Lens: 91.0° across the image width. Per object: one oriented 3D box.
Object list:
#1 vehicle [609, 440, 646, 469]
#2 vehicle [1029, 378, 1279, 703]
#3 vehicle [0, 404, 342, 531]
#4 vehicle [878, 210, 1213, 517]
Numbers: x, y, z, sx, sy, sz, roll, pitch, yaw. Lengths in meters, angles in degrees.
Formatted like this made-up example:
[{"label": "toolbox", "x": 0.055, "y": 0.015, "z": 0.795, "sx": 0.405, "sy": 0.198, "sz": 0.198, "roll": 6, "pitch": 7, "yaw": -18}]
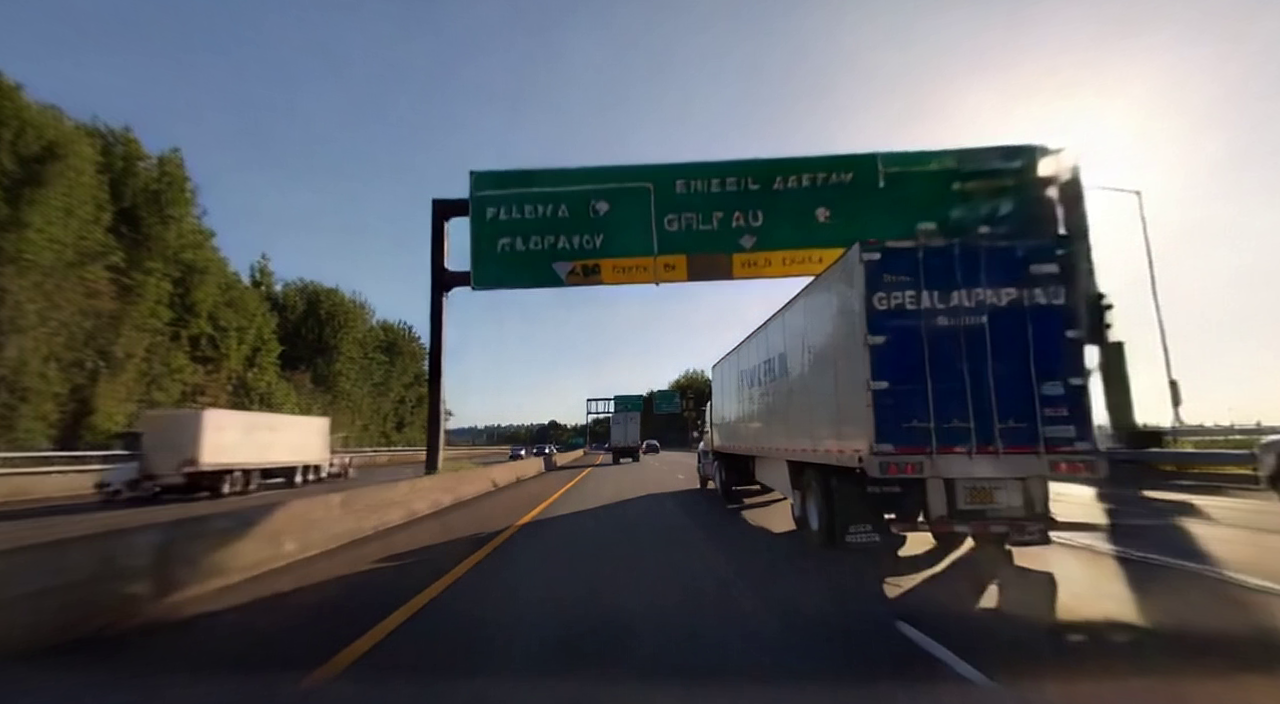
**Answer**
[{"label": "vehicle", "x": -0.725, "y": 5.667, "z": 35.099, "sx": 1.943, "sy": 1.491, "sz": 3.459, "roll": 0, "pitch": -8, "yaw": -2}, {"label": "vehicle", "x": 4.657, "y": 1.015, "z": 3.776, "sx": 4.253, "sy": 1.543, "sz": 2.045, "roll": 4, "pitch": -9, "yaw": -30}, {"label": "vehicle", "x": -12.163, "y": 3.098, "z": 18.020, "sx": 2.774, "sy": 2.621, "sz": 9.453, "roll": -1, "pitch": -8, "yaw": -1}, {"label": "vehicle", "x": 4.362, "y": 0.197, "z": 7.252, "sx": 2.244, "sy": 3.047, "sz": 2.035, "roll": 0, "pitch": -8, "yaw": -2}]
